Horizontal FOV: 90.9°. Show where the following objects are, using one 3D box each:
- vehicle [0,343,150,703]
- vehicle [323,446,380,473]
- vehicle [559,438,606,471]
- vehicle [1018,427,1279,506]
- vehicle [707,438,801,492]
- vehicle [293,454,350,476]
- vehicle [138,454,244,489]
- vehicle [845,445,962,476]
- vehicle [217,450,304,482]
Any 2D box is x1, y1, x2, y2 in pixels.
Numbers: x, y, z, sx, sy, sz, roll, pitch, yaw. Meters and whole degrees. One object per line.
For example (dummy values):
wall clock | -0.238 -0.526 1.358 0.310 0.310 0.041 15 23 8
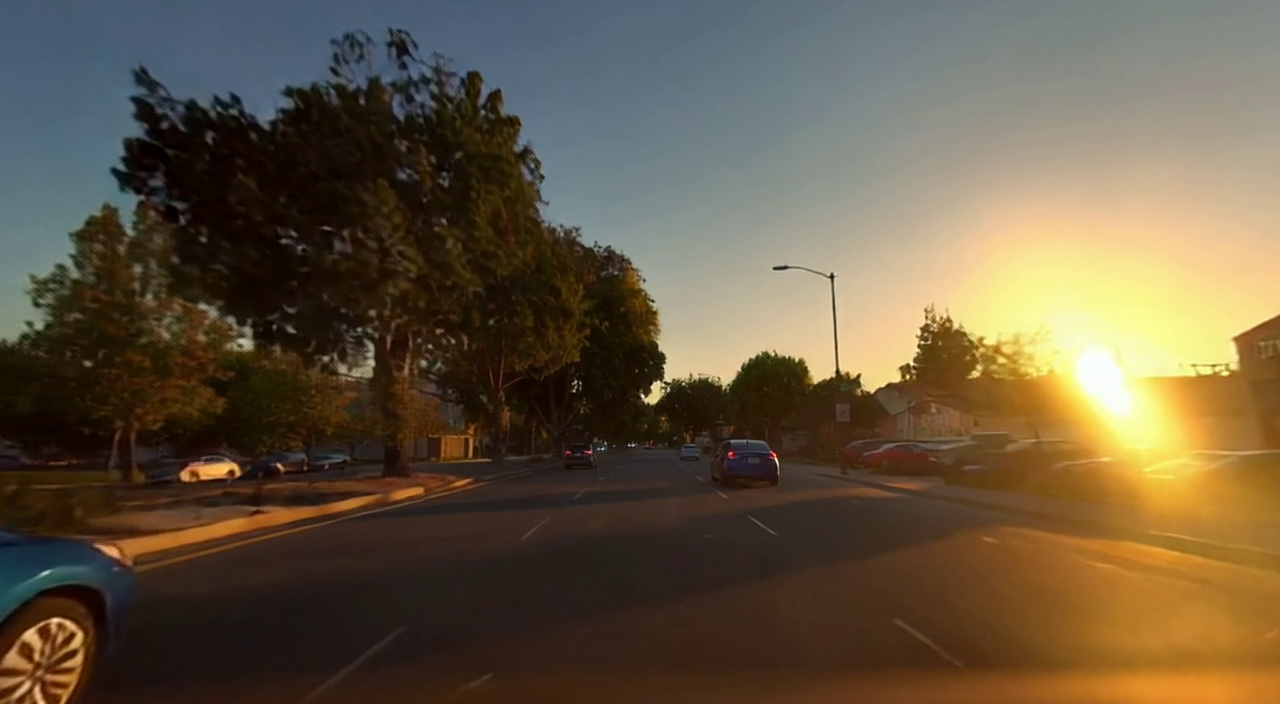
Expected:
vehicle | -3.627 0.588 0.872 2.023 1.720 4.741 0 -8 1
vehicle | -21.926 8.164 48.129 2.203 1.857 4.581 0 -8 -1
vehicle | -3.027 5.481 33.888 2.113 1.626 4.129 0 -8 0
vehicle | 13.413 2.985 16.815 5.342 1.867 2.147 0 -8 -7
vehicle | 3.431 3.490 19.841 2.083 1.474 4.360 0 -8 -1
vehicle | -21.675 7.696 42.992 1.838 1.351 3.904 0 -8 0
vehicle | -21.665 5.753 30.639 1.799 1.465 4.390 -1 -8 2
vehicle | 12.686 5.231 30.574 4.757 1.327 2.062 0 -7 -2
vehicle | -21.678 6.493 36.244 2.029 1.636 4.549 -1 -8 2
